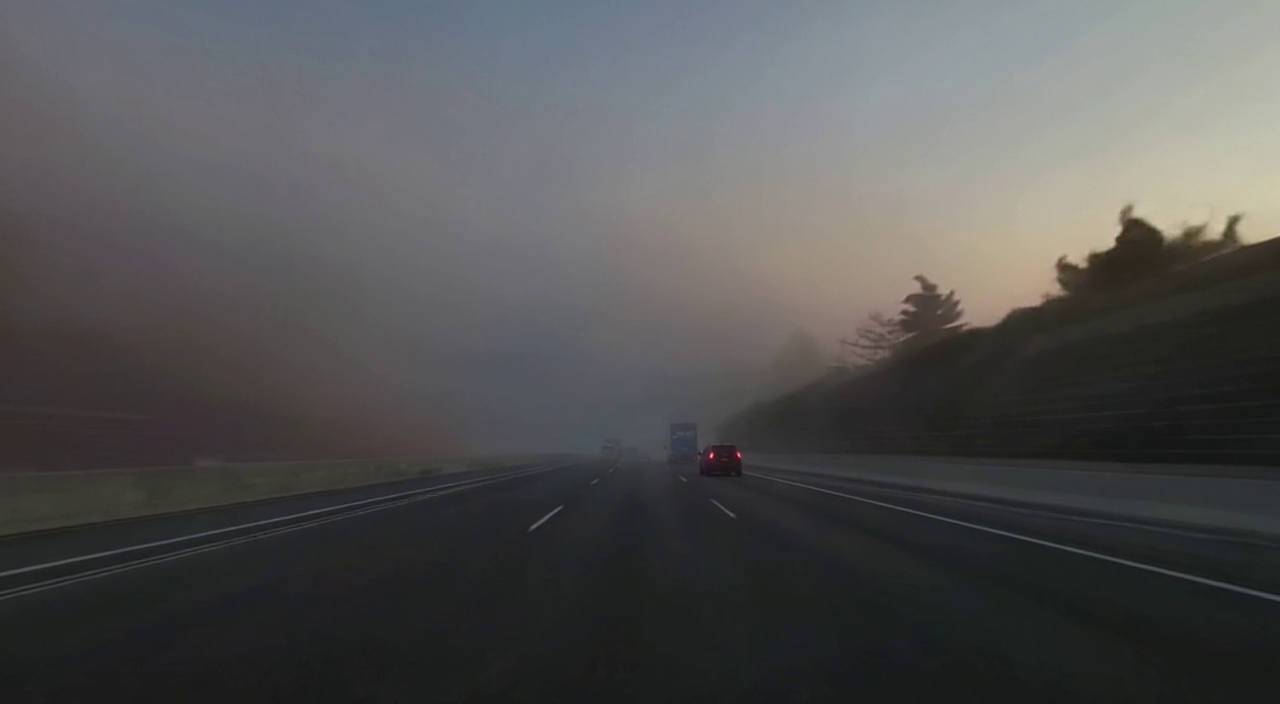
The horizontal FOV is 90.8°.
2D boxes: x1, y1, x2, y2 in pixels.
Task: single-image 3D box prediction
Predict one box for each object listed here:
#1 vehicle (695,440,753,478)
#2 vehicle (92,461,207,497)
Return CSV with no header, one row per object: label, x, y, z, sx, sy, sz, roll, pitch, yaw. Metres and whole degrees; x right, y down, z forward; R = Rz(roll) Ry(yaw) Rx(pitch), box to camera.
vehicle,3.877,5.064,29.951,2.066,1.638,4.158,0,-9,-1
vehicle,-23.407,6.039,30.363,1.859,1.486,4.522,0,-9,1
